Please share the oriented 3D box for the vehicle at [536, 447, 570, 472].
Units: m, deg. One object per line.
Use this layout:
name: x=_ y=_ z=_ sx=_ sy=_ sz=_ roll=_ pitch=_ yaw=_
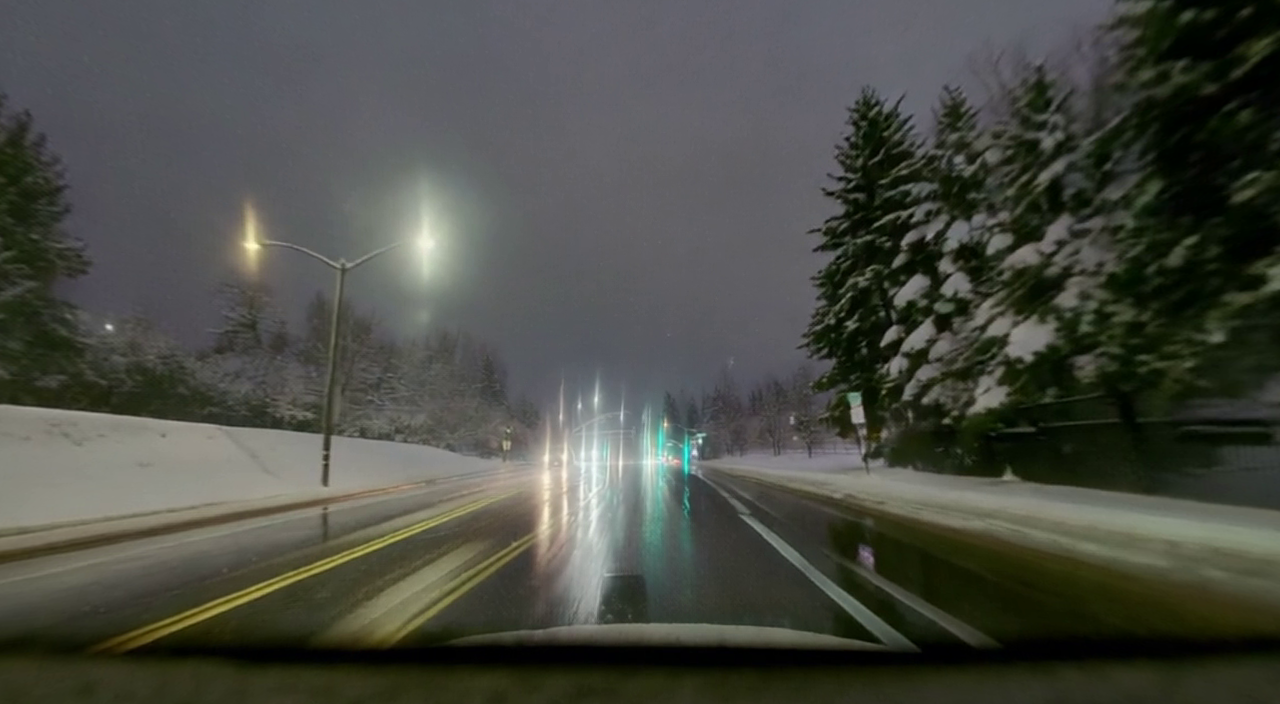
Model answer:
vehicle: x=-6.368 y=7.953 z=46.765 sx=1.972 sy=1.684 sz=4.144 roll=0 pitch=-8 yaw=0
